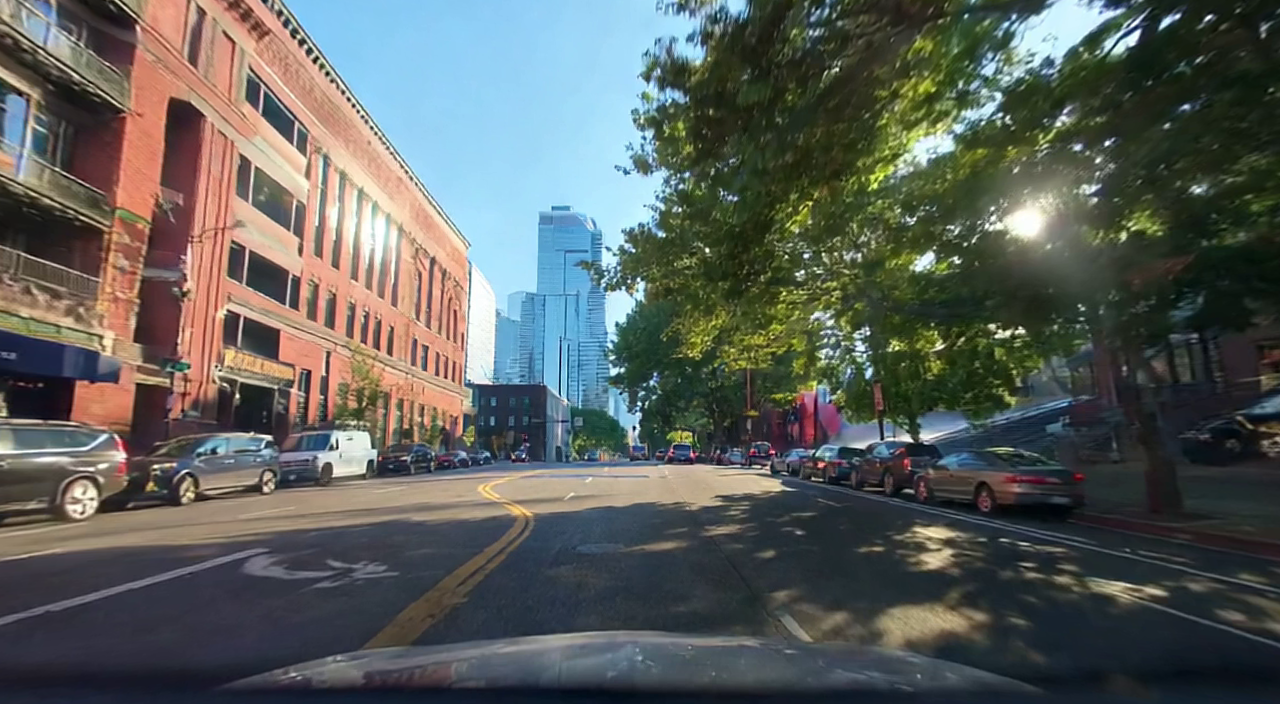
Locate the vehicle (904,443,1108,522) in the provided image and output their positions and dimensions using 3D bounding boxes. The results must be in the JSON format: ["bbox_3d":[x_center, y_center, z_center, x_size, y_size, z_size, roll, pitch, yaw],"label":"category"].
[{"bbox_3d":[7.983,2.861,14.455,1.817,1.467,4.644,-1,-9,-1],"label":"vehicle"}]

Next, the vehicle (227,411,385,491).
[{"bbox_3d":[-14.461,4.382,28.171,3.047,3.098,6.783,0,-9,2],"label":"vehicle"}]

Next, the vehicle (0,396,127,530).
[{"bbox_3d":[-14.599,2.355,13.349,2.557,2.759,5.693,0,-8,0],"label":"vehicle"}]

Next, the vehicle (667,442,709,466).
[{"bbox_3d":[3.110,6.768,42.065,2.238,1.499,4.964,0,-8,-2],"label":"vehicle"}]

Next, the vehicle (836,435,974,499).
[{"bbox_3d":[7.952,3.502,19.570,2.174,1.697,4.520,0,-9,-2],"label":"vehicle"}]

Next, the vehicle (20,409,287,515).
[{"bbox_3d":[-14.789,3.438,20.134,2.719,2.775,6.724,-1,-9,5],"label":"vehicle"}]

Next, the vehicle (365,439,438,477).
[{"bbox_3d":[-14.303,6.478,38.269,2.330,2.013,5.310,0,-12,-1],"label":"vehicle"}]

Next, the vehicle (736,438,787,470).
[{"bbox_3d":[8.039,6.818,42.383,2.305,1.984,5.002,-1,-9,-1],"label":"vehicle"}]
